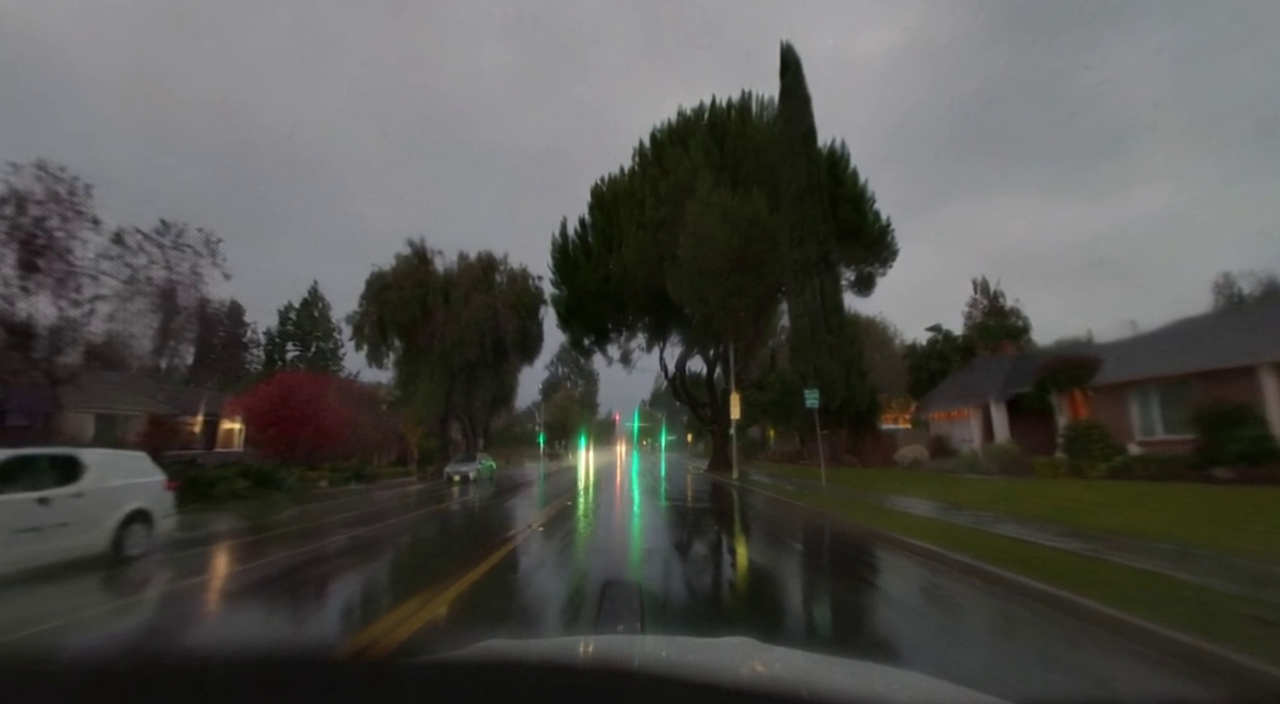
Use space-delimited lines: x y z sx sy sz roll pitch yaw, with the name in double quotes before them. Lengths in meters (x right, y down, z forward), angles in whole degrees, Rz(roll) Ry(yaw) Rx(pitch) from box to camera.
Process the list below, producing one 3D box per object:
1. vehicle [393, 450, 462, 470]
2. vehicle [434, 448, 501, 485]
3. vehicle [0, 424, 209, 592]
"vehicle" -15.793 8.046 47.068 4.446 1.451 1.828 -1 -9 7
"vehicle" -7.950 5.291 29.539 1.880 1.469 4.221 -4 -9 0
"vehicle" -7.762 1.823 7.402 2.122 1.739 4.770 -4 -8 0
